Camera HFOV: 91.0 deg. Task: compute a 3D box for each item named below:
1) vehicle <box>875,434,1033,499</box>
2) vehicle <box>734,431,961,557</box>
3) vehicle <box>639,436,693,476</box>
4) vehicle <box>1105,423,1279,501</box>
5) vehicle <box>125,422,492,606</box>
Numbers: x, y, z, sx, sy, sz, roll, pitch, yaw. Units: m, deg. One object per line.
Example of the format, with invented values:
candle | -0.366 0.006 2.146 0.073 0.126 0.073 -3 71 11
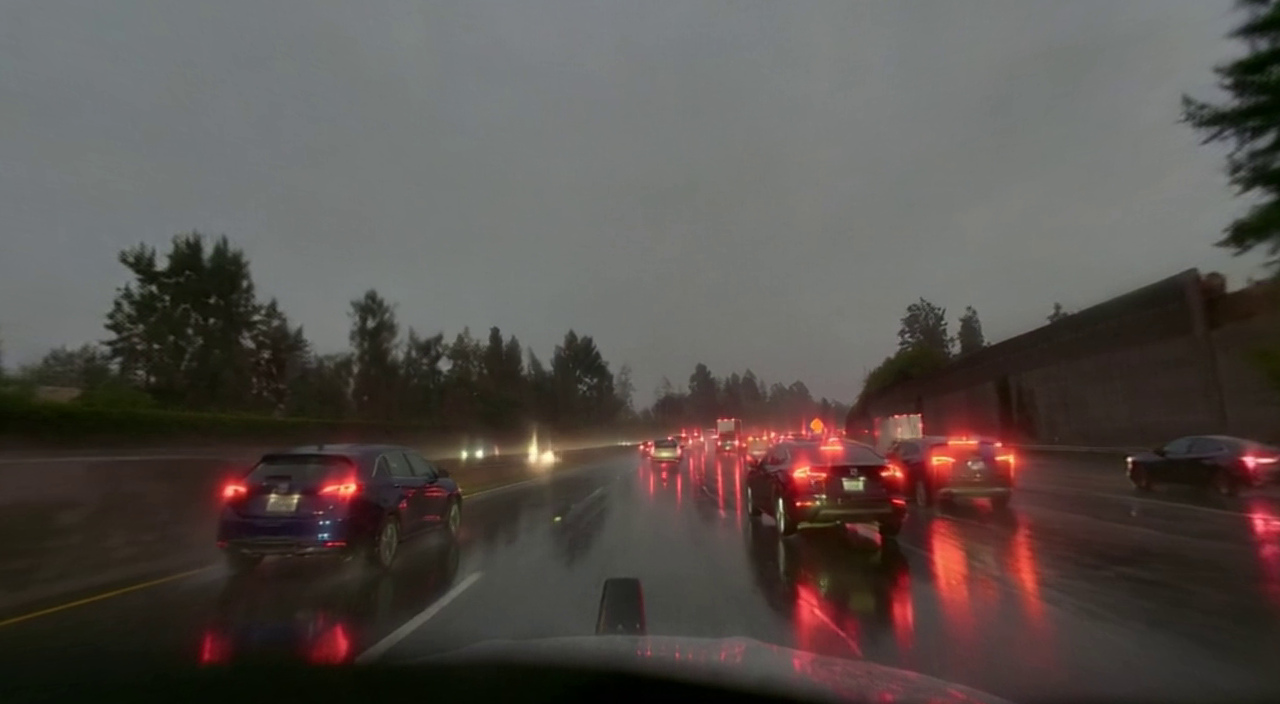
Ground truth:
vehicle | 8.201 3.027 17.036 2.014 1.506 4.626 0 -9 2
vehicle | 2.818 2.052 9.855 2.009 1.489 4.559 0 -9 0
vehicle | 1.182 4.575 27.858 2.201 1.614 3.803 -1 -9 4
vehicle | 13.792 2.579 15.074 1.976 1.548 4.687 -1 -9 5
vehicle | -3.398 1.734 7.719 1.937 1.558 4.469 0 -9 2
